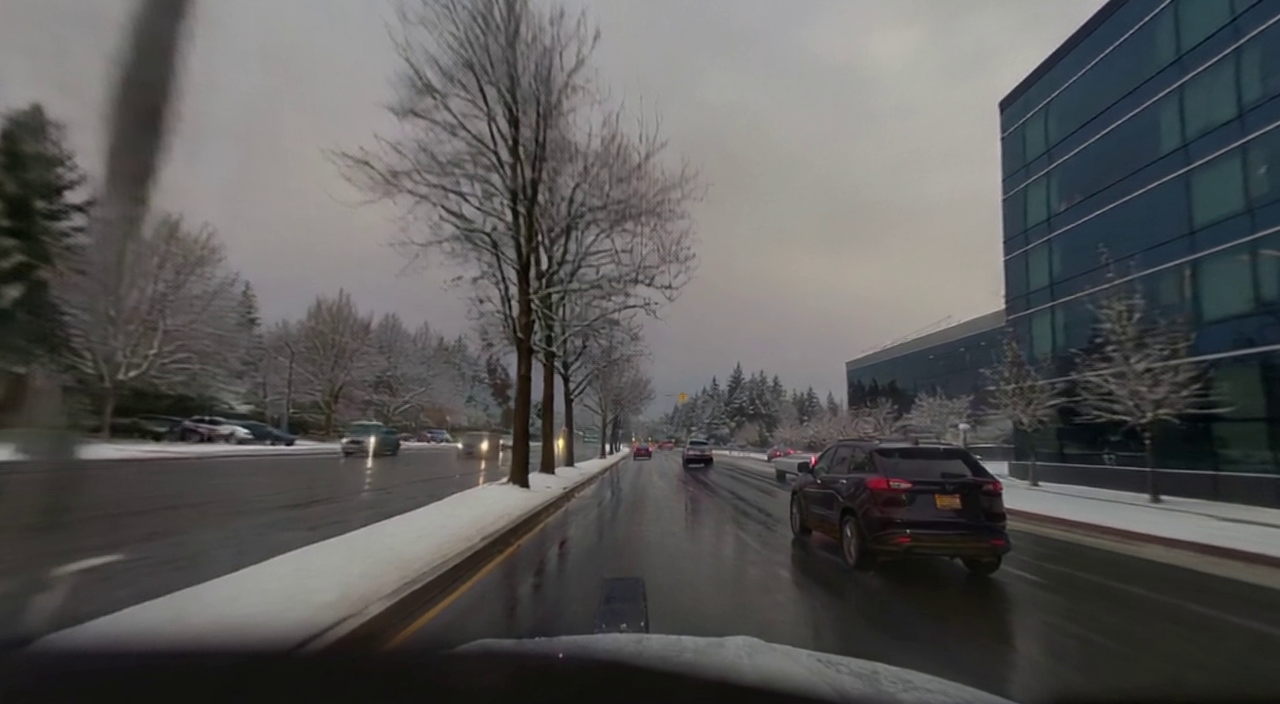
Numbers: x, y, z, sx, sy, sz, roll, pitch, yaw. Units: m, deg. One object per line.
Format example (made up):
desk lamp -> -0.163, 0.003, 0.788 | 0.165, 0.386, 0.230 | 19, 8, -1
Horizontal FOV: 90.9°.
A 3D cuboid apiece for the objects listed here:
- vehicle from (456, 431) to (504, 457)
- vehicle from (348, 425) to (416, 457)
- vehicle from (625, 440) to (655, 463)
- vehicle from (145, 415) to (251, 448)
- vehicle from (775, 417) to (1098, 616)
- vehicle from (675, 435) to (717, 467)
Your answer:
vehicle -> -11.019, 6.369, 43.603 | 2.122, 1.685, 4.358 | 0, -8, 1
vehicle -> -15.364, 5.364, 37.845 | 2.101, 1.738, 4.704 | 0, -8, 0
vehicle -> -0.002, 6.746, 42.870 | 1.991, 1.477, 3.814 | 0, -8, 0
vehicle -> -26.889, 4.950, 38.718 | 2.149, 1.809, 5.973 | 0, -9, 0
vehicle -> 2.962, 1.699, 7.417 | 1.901, 1.634, 3.896 | 1, -8, 0
vehicle -> 3.479, 6.252, 39.893 | 2.154, 1.844, 4.634 | 0, -8, -1
